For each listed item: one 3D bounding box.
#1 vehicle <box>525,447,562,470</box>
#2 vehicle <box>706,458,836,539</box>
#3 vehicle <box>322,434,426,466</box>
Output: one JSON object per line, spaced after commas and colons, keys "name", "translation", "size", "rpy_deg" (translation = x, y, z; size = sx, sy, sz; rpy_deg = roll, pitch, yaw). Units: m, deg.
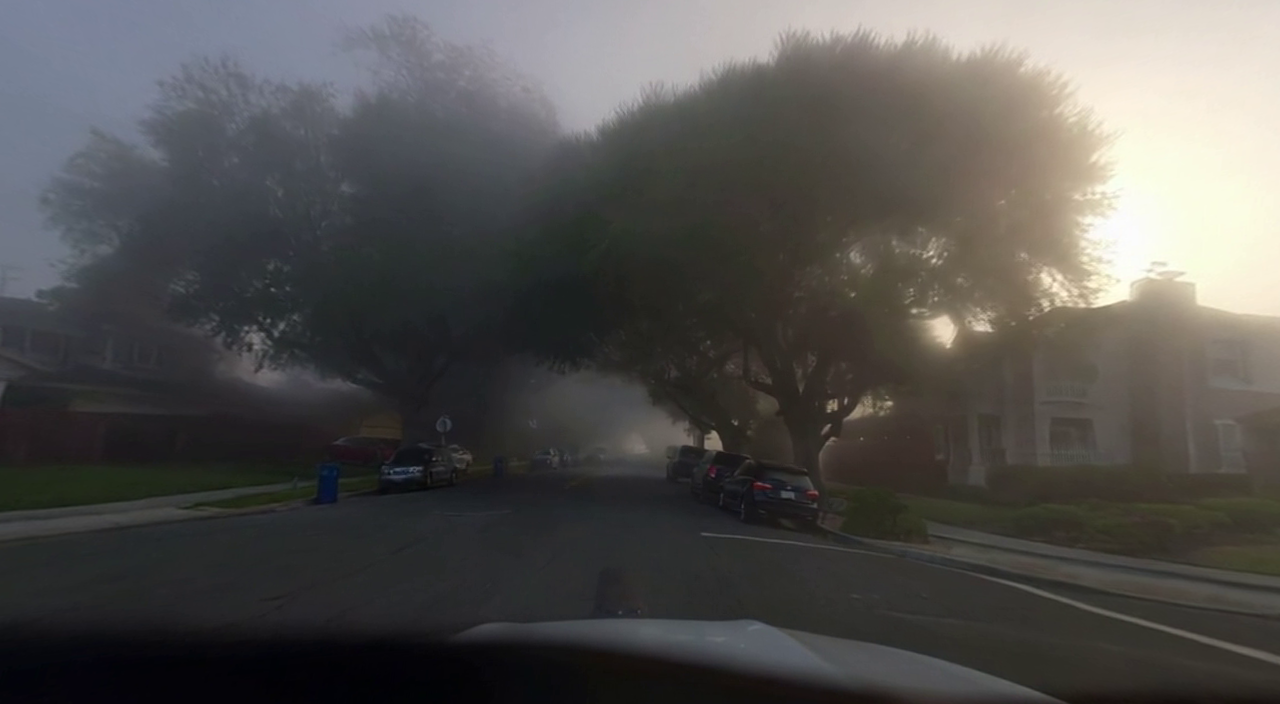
{"name": "vehicle", "translation": [-7.472, 8.265, 49.376], "size": [1.988, 1.653, 4.351], "rpy_deg": [-1, -8, 4]}
{"name": "vehicle", "translation": [2.802, 3.243, 14.550], "size": [1.881, 1.487, 4.183], "rpy_deg": [1, -9, -3]}
{"name": "vehicle", "translation": [-13.499, 5.028, 32.308], "size": [4.423, 1.522, 1.961], "rpy_deg": [1, -9, -2]}
